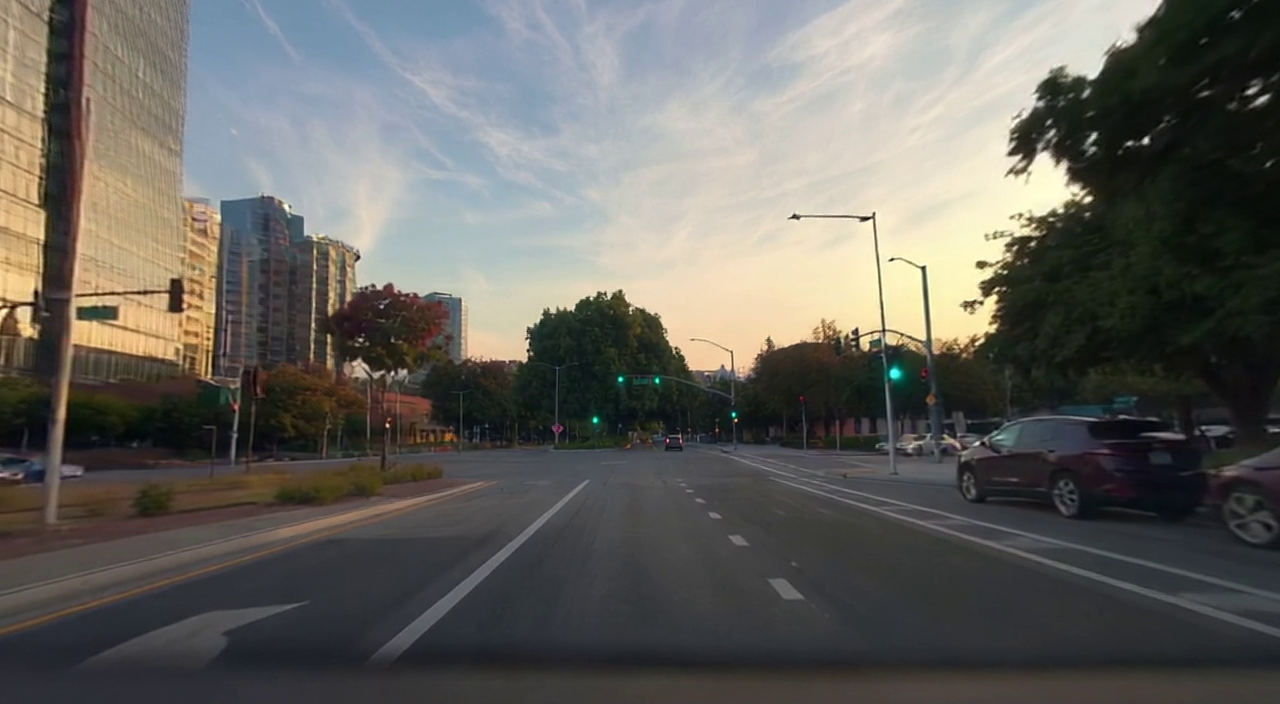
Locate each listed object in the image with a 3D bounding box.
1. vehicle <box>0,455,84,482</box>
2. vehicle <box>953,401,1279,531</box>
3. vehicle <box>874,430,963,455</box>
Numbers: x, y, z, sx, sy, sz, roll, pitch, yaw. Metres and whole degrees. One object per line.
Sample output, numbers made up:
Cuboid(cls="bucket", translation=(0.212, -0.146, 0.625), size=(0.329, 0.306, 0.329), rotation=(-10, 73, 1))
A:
Cuboid(cls="vehicle", translation=(-35.384, 6.685, 36.457), size=(4.721, 1.464, 1.868), rotation=(0, -9, -2))
Cuboid(cls="vehicle", translation=(8.078, 1.982, 11.499), size=(2.100, 1.828, 4.879), rotation=(0, -9, -2))
Cuboid(cls="vehicle", translation=(18.099, 5.905, 41.195), size=(4.916, 1.504, 1.846), rotation=(0, -9, -1))
